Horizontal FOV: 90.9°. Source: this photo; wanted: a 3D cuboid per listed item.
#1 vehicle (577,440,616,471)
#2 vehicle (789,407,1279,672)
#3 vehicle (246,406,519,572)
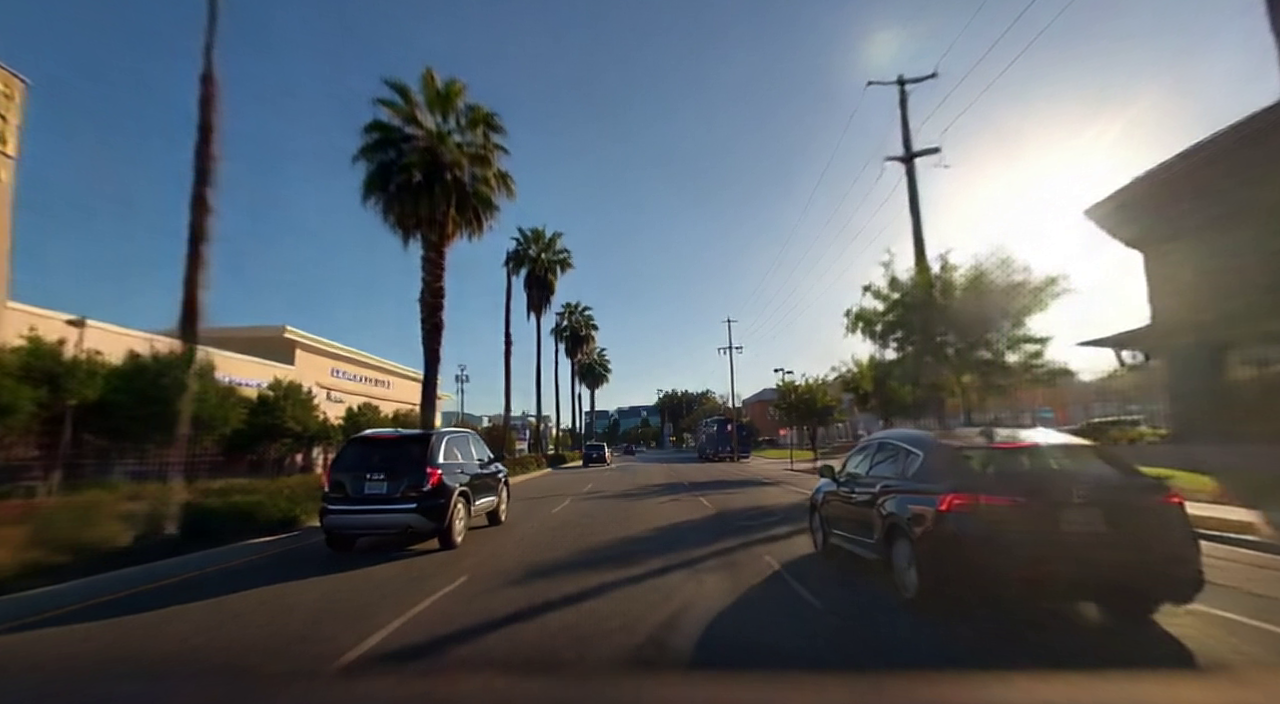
[{"bbox_3d":[-2.589,6.322,38.673,1.998,1.743,4.402,0,-8,1],"label":"vehicle"},{"bbox_3d":[2.861,1.392,5.784,1.946,1.513,4.133,0,-8,0],"label":"vehicle"},{"bbox_3d":[-3.250,1.825,9.164,2.058,1.804,4.391,0,-8,1],"label":"vehicle"}]
